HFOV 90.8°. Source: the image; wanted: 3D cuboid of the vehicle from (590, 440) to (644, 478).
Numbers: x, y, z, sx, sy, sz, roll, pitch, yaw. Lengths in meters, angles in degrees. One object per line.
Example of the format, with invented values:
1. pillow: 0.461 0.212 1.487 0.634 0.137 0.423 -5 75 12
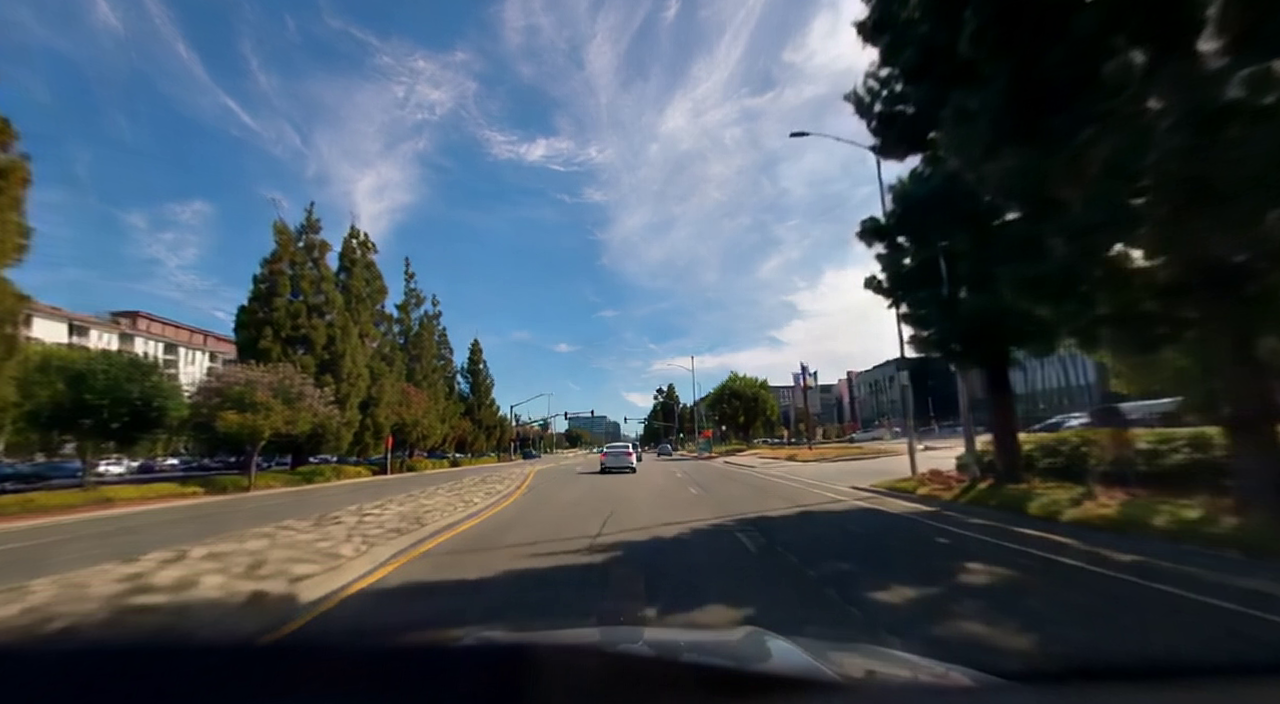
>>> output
1. vehicle: -0.934 4.464 26.601 2.075 1.470 3.962 0 -8 -1
